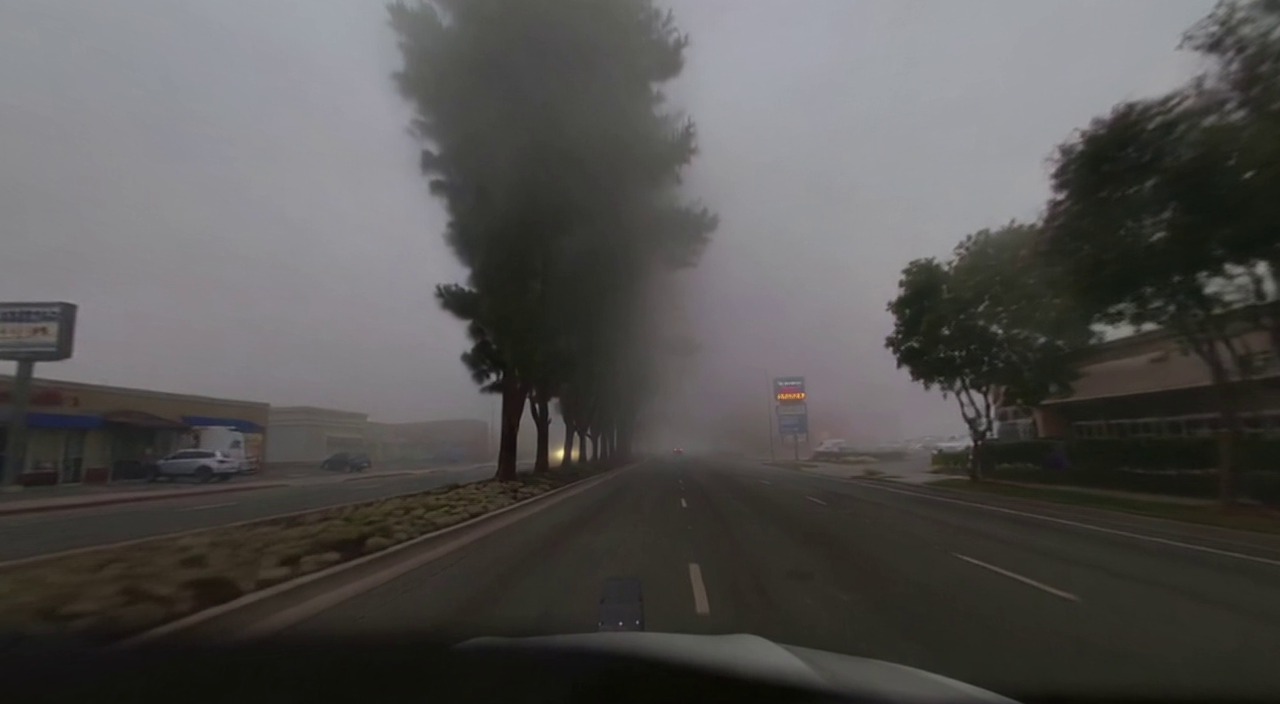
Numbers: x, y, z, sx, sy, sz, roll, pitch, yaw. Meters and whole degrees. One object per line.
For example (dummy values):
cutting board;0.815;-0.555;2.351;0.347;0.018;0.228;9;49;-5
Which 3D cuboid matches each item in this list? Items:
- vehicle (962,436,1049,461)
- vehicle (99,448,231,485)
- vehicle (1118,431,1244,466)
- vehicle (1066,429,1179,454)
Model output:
vehicle;22.065;5.848;38.269;4.095;1.386;1.784;-1;-9;2
vehicle;-27.373;6.572;36.638;2.139;1.987;5.536;-6;-11;32
vehicle;27.844;5.045;32.810;2.129;1.652;5.150;-1;-9;3
vehicle;35.283;6.608;46.334;6.073;1.758;2.439;-1;-9;5
